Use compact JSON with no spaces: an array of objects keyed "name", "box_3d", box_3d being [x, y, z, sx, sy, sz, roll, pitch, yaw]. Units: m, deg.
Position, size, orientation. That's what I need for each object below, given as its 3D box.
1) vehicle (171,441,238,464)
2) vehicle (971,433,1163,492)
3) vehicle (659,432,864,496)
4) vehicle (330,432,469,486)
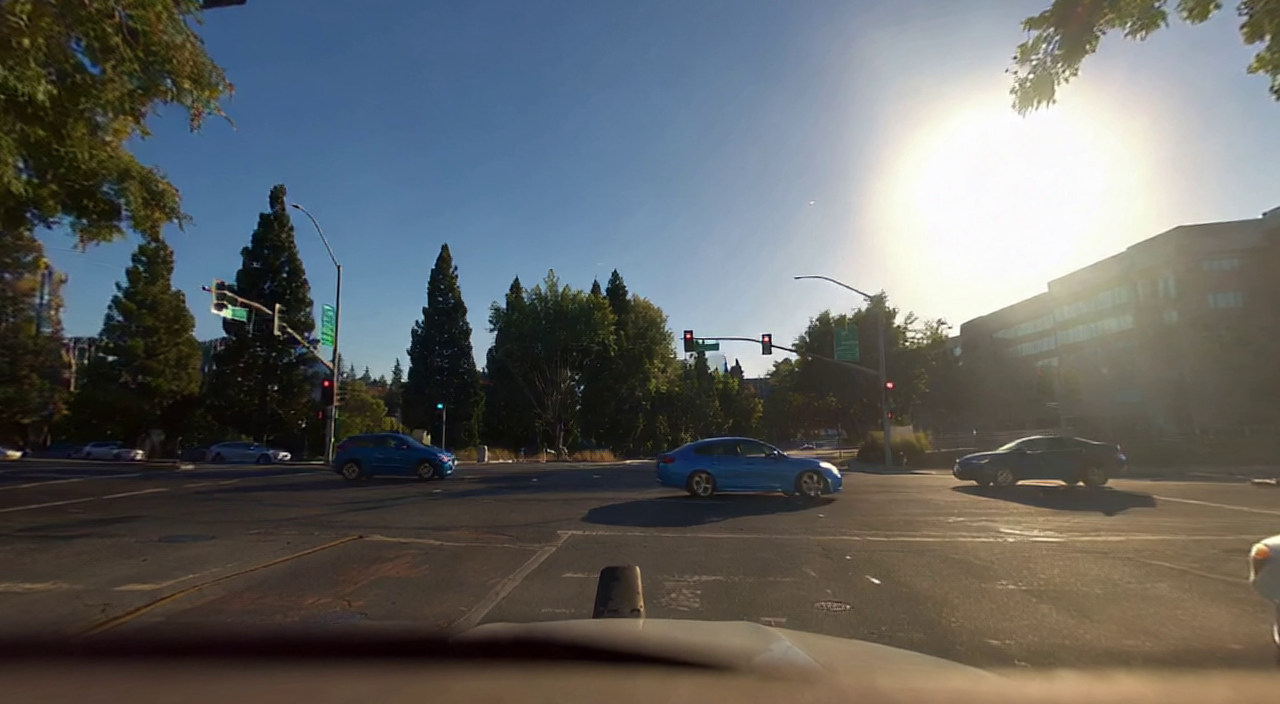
[{"name":"vehicle","box_3d":[-29.107,6.695,42.053,1.696,1.431,3.686,0,-8,3]},{"name":"vehicle","box_3d":[13.596,3.532,20.270,4.580,1.768,2.134,0,-8,1]},{"name":"vehicle","box_3d":[3.017,2.917,16.529,5.000,1.559,1.960,0,-8,1]},{"name":"vehicle","box_3d":[-8.333,3.747,22.234,4.346,1.753,1.994,2,-9,-15]}]
